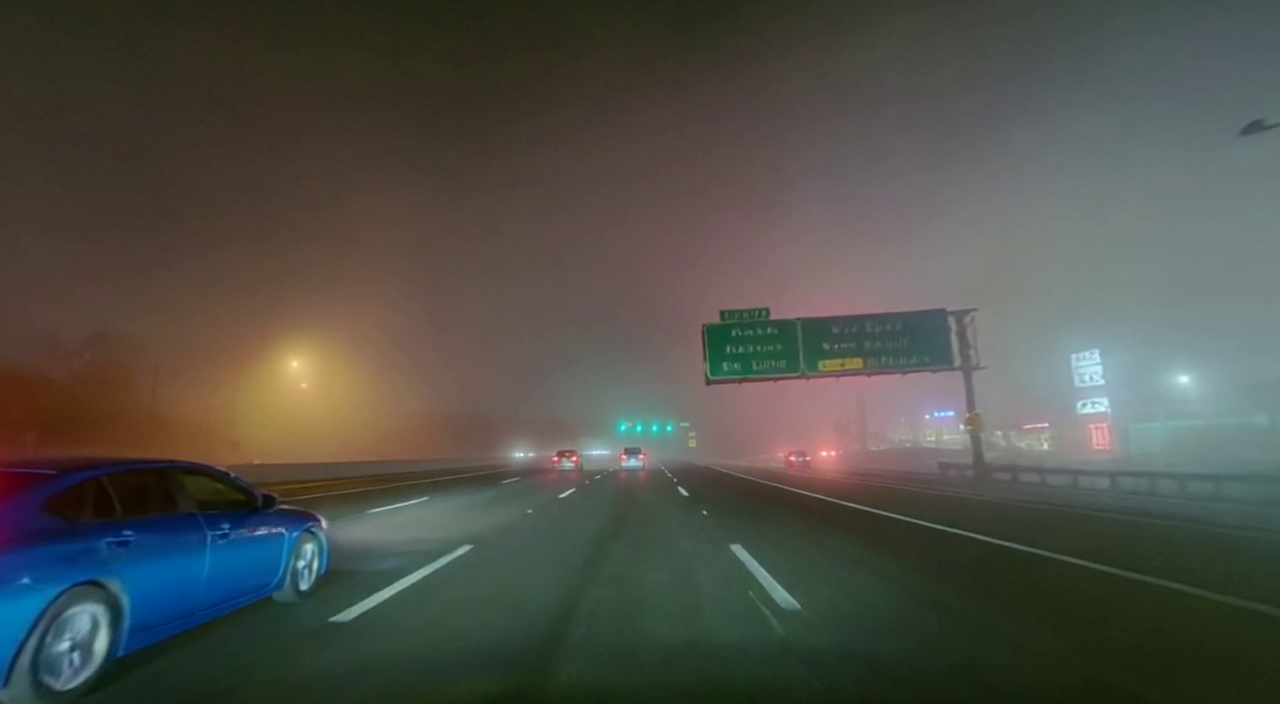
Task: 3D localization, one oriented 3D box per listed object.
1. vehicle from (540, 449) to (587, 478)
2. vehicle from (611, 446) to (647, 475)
[{"bbox_3d":[-4.311,6.369,36.130,2.071,1.553,4.388,0,-9,2],"label":"vehicle"},{"bbox_3d":[-0.615,6.597,38.439,2.102,1.692,4.057,0,-9,1],"label":"vehicle"}]
